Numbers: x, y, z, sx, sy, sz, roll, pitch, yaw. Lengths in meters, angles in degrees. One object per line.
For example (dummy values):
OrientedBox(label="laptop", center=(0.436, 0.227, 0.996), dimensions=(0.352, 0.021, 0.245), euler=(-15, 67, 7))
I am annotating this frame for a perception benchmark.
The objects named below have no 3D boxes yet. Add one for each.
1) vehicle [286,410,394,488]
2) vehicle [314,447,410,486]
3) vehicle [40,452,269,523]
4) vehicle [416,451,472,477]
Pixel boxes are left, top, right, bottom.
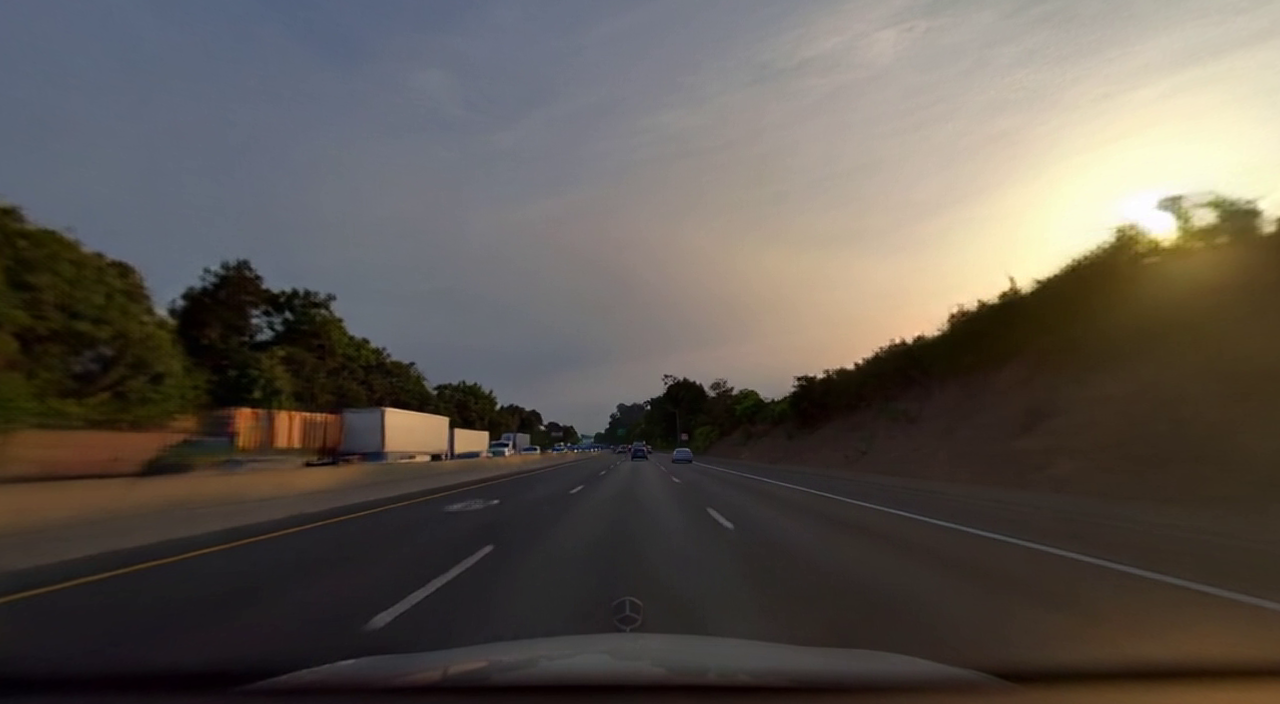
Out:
OrientedBox(label="vehicle", center=(-16.315, 5.343, 34.831), dimensions=(2.963, 3.892, 5.814), euler=(0, -9, 0))
OrientedBox(label="vehicle", center=(-11.932, 4.922, 27.410), dimensions=(2.113, 1.531, 4.402), euler=(0, -9, 0))
OrientedBox(label="vehicle", center=(-11.687, 3.251, 15.716), dimensions=(2.050, 1.464, 4.553), euler=(0, -9, 1))
OrientedBox(label="vehicle", center=(-11.773, 6.742, 38.125), dimensions=(1.955, 1.460, 4.296), euler=(0, -9, 0))
